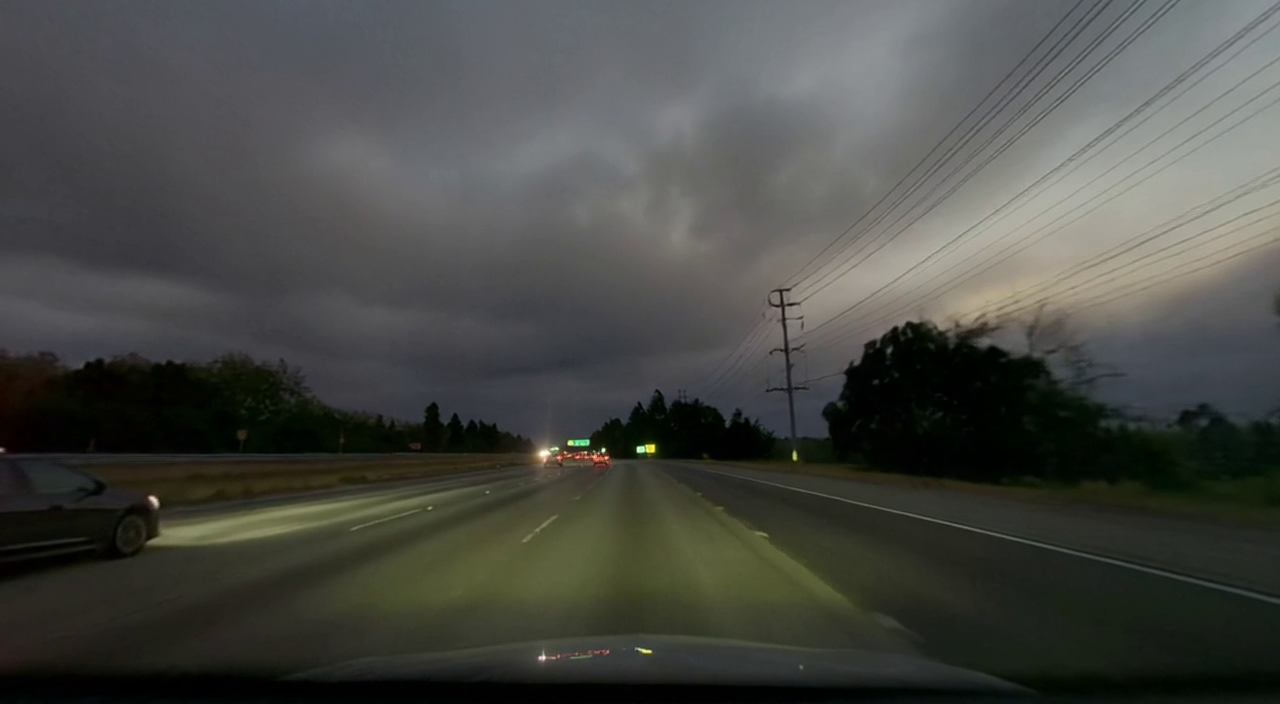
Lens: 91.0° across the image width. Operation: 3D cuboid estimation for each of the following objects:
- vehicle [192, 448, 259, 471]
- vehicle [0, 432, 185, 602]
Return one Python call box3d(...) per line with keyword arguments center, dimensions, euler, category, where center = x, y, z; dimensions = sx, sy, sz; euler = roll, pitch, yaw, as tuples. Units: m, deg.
box3d(center=(-28.805, 7.456, 43.893), dimensions=(1.785, 1.529, 4.337), euler=(0, -9, -2), category="vehicle")
box3d(center=(-6.832, 1.521, 5.860), dimensions=(1.999, 1.527, 4.238), euler=(0, -9, 0), category="vehicle")
